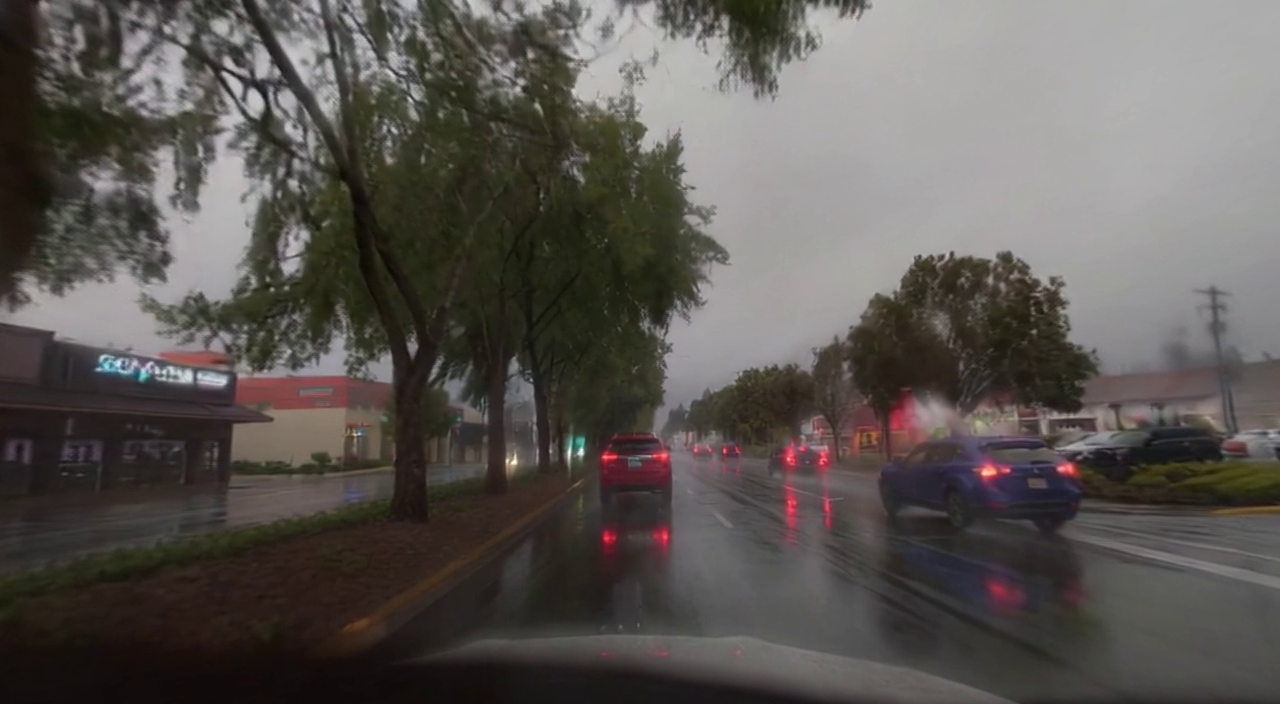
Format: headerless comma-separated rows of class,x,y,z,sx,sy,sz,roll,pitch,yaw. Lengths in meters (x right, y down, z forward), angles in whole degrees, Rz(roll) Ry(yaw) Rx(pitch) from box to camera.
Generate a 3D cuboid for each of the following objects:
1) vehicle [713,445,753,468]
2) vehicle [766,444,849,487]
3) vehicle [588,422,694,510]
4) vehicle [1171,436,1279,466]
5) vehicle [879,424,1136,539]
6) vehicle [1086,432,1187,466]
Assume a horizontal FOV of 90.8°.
vehicle,6.490,7.361,44.540,1.914,1.523,4.287,0,-9,-3
vehicle,6.538,4.478,25.252,2.035,1.553,4.465,0,-9,-1
vehicle,0.009,2.797,15.908,2.320,1.880,4.192,0,-9,0
vehicle,33.267,5.590,35.840,1.959,1.580,4.873,0,-9,0
vehicle,6.373,2.279,11.754,2.056,1.703,4.428,0,-9,0
vehicle,27.841,5.467,35.601,1.967,1.803,4.305,0,-9,-4
